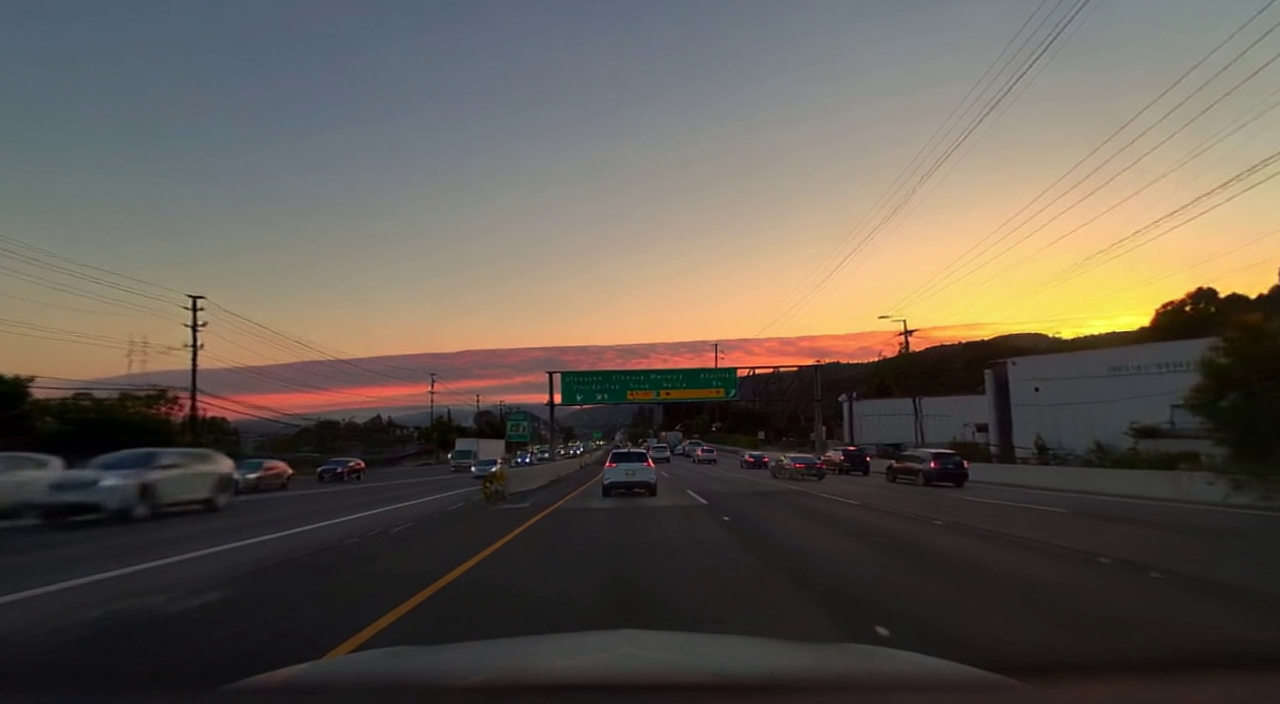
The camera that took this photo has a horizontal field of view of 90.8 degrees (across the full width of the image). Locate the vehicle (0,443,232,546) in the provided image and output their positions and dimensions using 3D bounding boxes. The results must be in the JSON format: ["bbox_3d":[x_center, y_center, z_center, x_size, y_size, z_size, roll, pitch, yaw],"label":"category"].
[{"bbox_3d":[-10.982,2.799,13.198,1.955,1.758,4.486,0,-9,-1],"label":"vehicle"}]

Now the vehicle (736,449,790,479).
[{"bbox_3d":[6.677,6.119,34.776,1.934,1.461,4.368,0,-9,-3],"label":"vehicle"}]

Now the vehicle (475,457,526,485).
[{"bbox_3d":[-8.155,6.967,37.329,1.937,1.477,4.561,0,-9,1],"label":"vehicle"}]

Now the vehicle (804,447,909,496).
[{"bbox_3d":[7.144,3.949,21.349,1.958,1.473,4.201,0,-9,-2],"label":"vehicle"}]

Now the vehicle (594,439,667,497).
[{"bbox_3d":[-0.329,3.992,22.143,2.298,1.809,4.359,0,-9,-1],"label":"vehicle"}]

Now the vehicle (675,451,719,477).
[{"bbox_3d":[3.370,6.720,38.162,2.115,1.481,3.968,0,-9,-2],"label":"vehicle"}]

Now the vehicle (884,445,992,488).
[{"bbox_3d":[11.331,4.360,24.431,1.901,1.485,4.483,0,-9,-1],"label":"vehicle"}]

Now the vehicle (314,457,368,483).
[{"bbox_3d":[-21.744,8.597,46.143,1.889,1.708,4.301,0,-9,-1],"label":"vehicle"}]
